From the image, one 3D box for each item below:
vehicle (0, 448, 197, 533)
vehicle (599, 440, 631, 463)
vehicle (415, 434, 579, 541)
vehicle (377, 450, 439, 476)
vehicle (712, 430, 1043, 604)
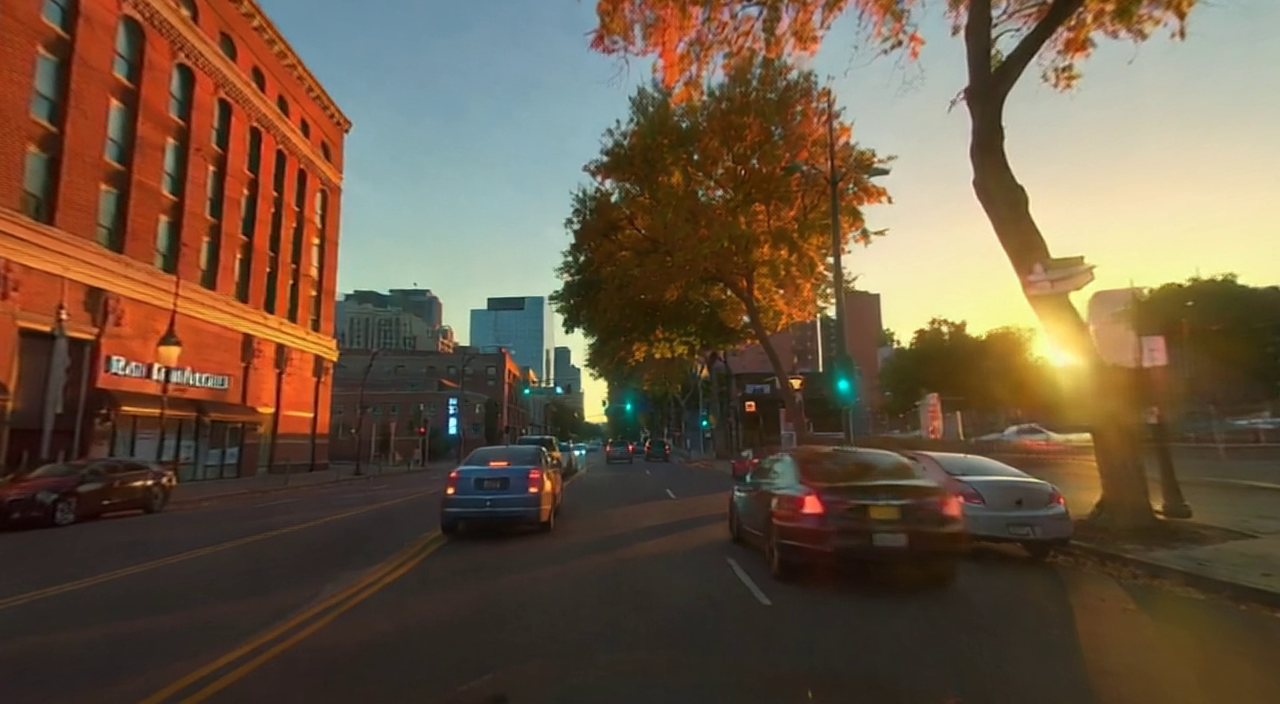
[{"bbox_3d":[-13.357,3.218,15.346,2.000,1.708,4.494,1,-9,-3],"label":"vehicle"},{"bbox_3d":[-1.756,6.819,43.350,2.102,1.521,4.078,1,-9,-3],"label":"vehicle"},{"bbox_3d":[-2.312,2.195,10.972,2.169,1.427,4.531,1,-9,-9],"label":"vehicle"},{"bbox_3d":[-14.115,6.744,38.665,2.075,1.472,4.638,0,-9,0],"label":"vehicle"},{"bbox_3d":[2.311,1.760,7.710,2.150,1.464,4.467,1,-9,-2],"label":"vehicle"}]
